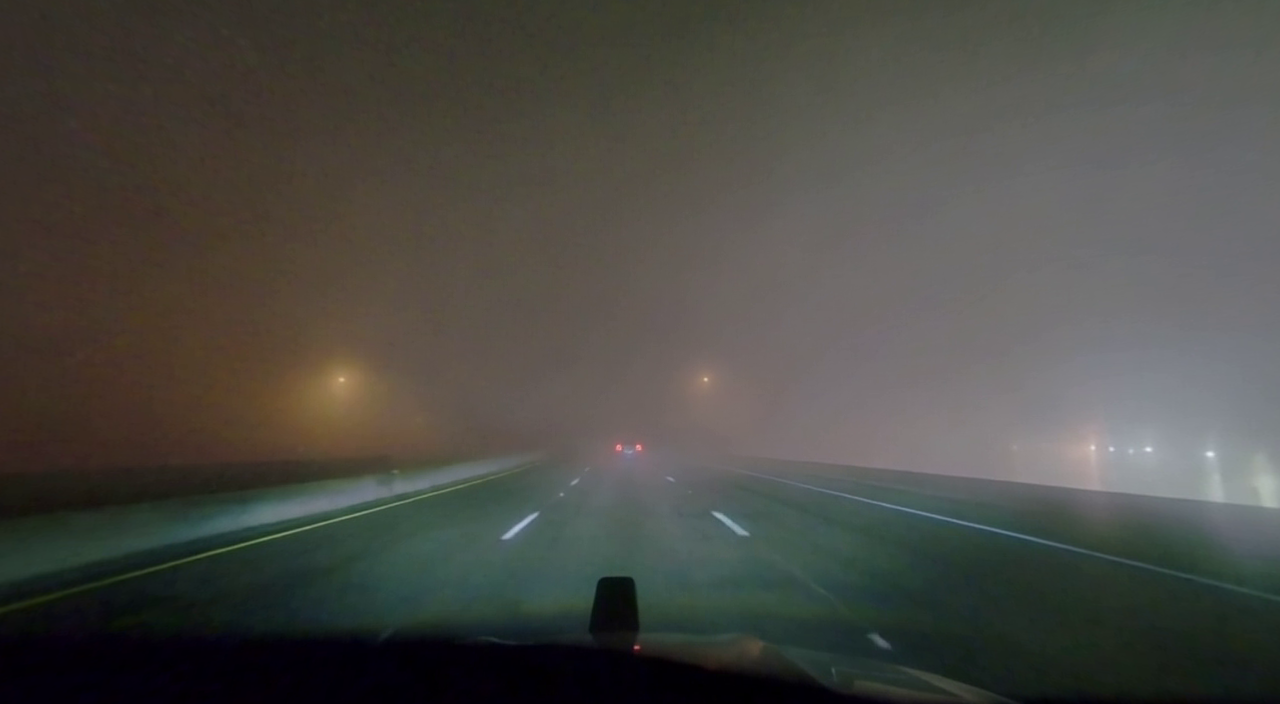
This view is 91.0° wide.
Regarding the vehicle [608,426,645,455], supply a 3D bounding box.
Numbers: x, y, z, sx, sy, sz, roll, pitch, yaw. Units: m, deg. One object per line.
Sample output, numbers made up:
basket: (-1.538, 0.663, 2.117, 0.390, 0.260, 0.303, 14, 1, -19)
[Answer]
vehicle: (-0.904, 5.497, 39.101, 2.157, 1.647, 4.524, 0, -8, -3)
